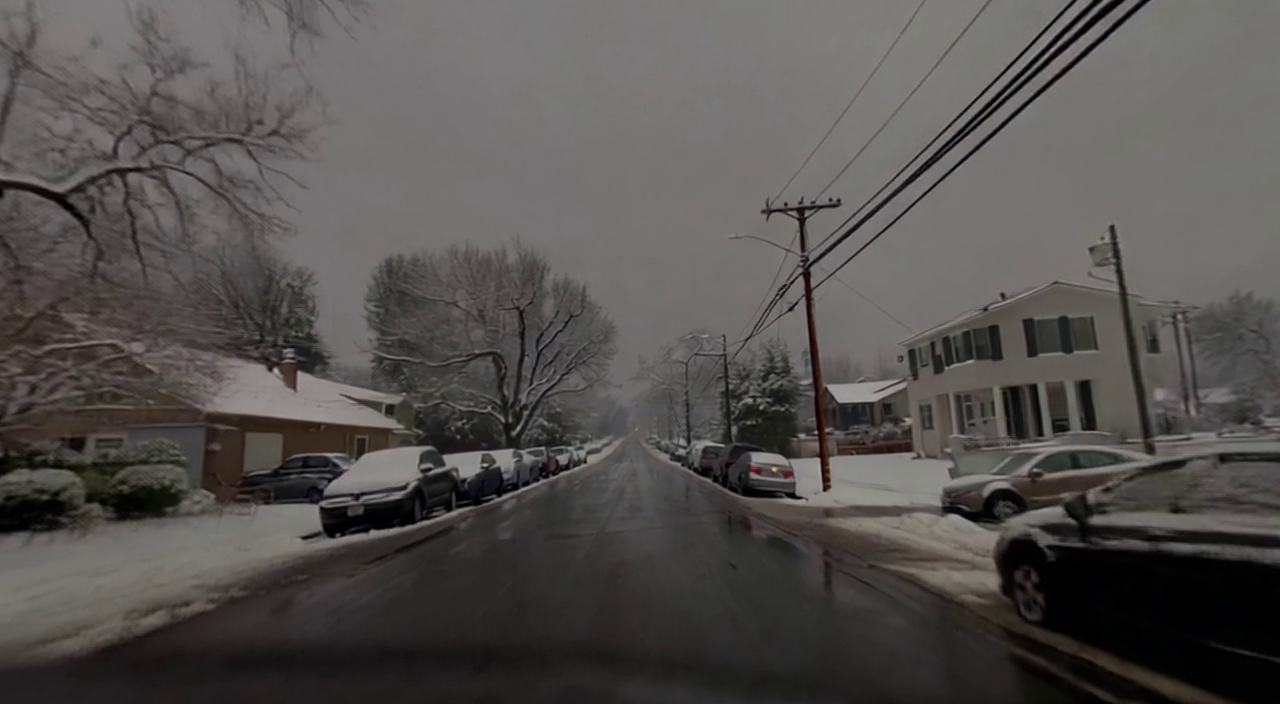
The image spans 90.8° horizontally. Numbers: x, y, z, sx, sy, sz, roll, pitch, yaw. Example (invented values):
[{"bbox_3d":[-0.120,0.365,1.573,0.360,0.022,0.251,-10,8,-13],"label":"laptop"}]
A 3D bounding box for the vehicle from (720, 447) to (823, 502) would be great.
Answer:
[{"bbox_3d":[4.025,3.825,20.281,2.174,1.504,4.809,0,-8,-1],"label":"vehicle"}]

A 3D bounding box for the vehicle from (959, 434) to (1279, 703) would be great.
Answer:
[{"bbox_3d":[4.141,1.253,3.690,2.057,1.511,4.858,-1,-10,1],"label":"vehicle"}]

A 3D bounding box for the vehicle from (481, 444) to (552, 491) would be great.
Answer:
[{"bbox_3d":[-5.617,5.303,29.593,2.184,1.958,5.757,0,-8,0],"label":"vehicle"}]

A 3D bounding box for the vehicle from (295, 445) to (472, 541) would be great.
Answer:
[{"bbox_3d":[-5.241,2.888,13.687,2.032,1.716,4.382,0,-8,-1],"label":"vehicle"}]
